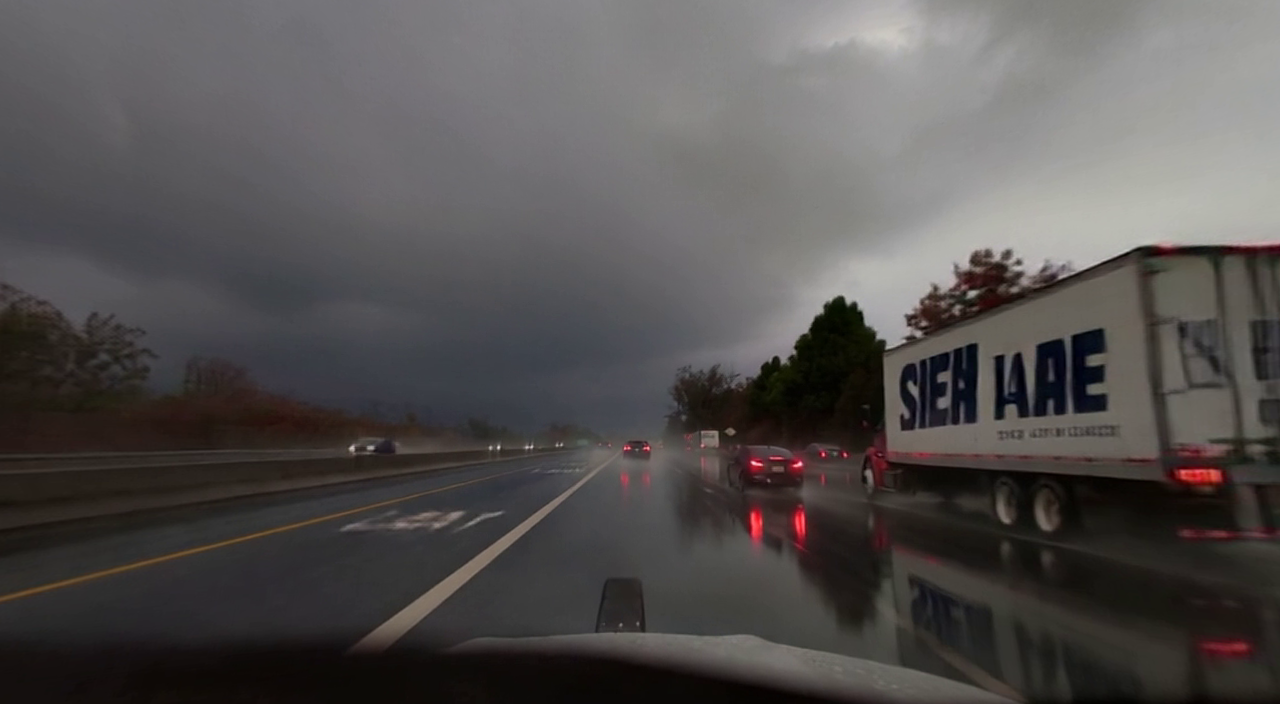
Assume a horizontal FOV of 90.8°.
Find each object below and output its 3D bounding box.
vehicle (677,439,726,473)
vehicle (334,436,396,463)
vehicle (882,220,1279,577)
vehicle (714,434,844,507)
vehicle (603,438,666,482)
[{"bbox_3d":[2.919,5.040,30.780,1.856,1.517,4.198,0,-9,-2],"label":"vehicle"},{"bbox_3d":[-18.190,6.486,42.098,2.149,1.701,4.541,0,-9,-1],"label":"vehicle"},{"bbox_3d":[7.340,1.051,10.750,2.799,3.655,8.627,0,-9,-1],"label":"vehicle"},{"bbox_3d":[3.213,2.862,15.711,1.993,1.504,4.781,0,-9,-2],"label":"vehicle"},{"bbox_3d":[-0.216,3.918,23.166,2.098,1.475,3.997,0,-9,-1],"label":"vehicle"}]
